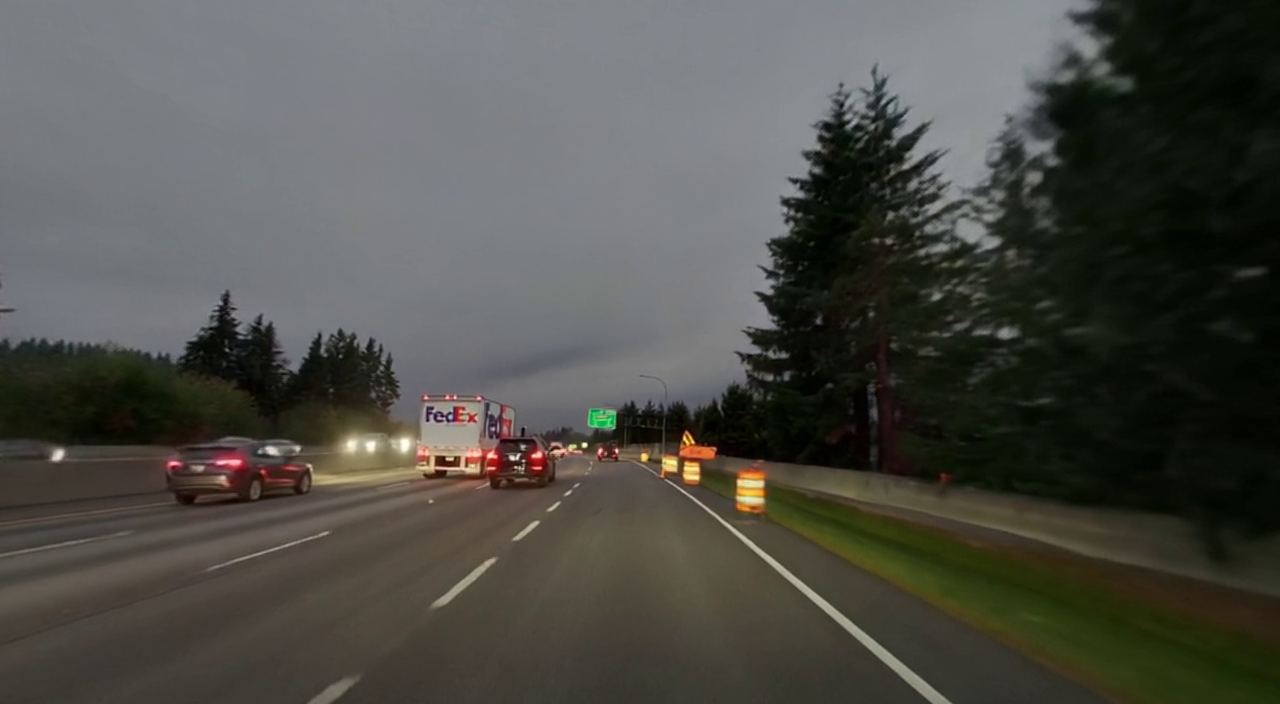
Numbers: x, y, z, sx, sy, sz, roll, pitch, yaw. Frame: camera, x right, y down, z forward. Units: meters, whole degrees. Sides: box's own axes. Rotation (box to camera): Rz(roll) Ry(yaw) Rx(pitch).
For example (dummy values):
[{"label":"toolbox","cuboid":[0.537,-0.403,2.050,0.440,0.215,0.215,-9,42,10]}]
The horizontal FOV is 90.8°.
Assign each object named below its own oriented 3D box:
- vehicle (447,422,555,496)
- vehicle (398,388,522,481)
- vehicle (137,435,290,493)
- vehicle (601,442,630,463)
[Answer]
[{"label":"vehicle","cuboid":[-3.878,3.090,18.577,2.170,1.886,4.628,0,-8,-1]},{"label":"vehicle","cuboid":[-7.120,3.538,26.543,2.870,3.266,8.589,0,-8,-1]},{"label":"vehicle","cuboid":[-13.788,3.627,20.848,2.018,1.668,4.409,0,-8,-1]},{"label":"vehicle","cuboid":[-1.884,7.474,47.205,2.043,1.489,3.839,1,-9,-4]}]
